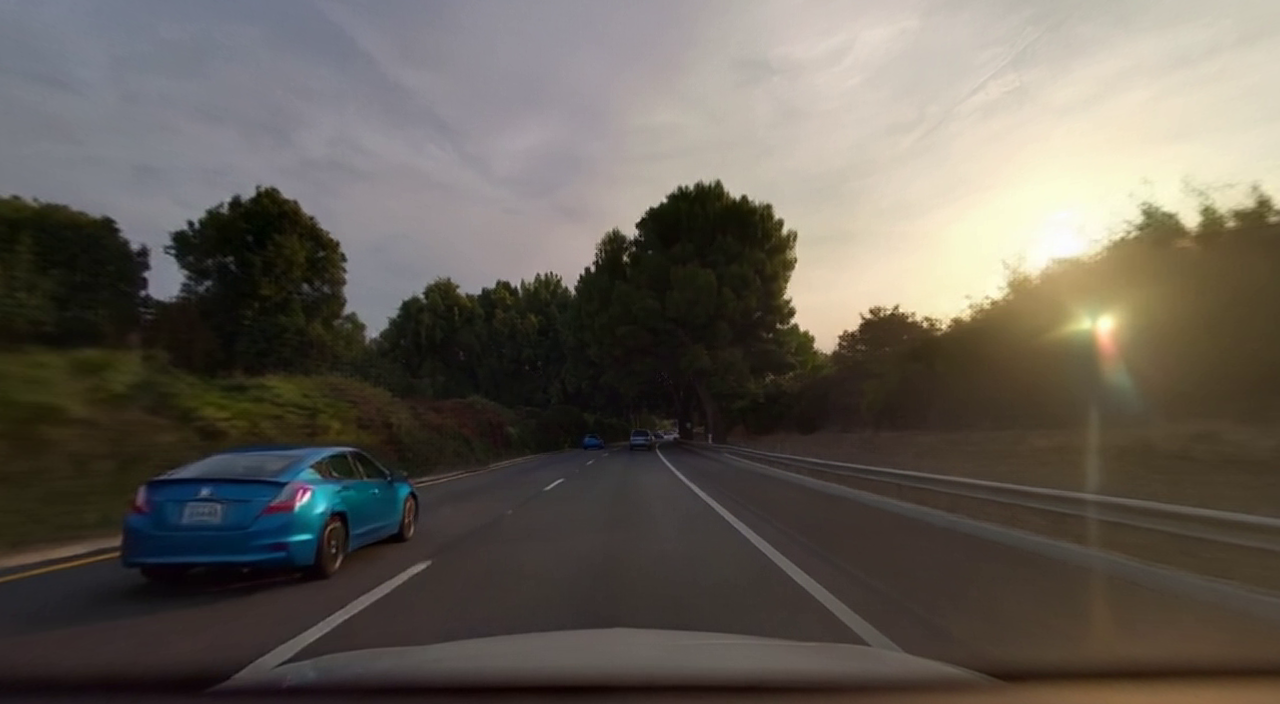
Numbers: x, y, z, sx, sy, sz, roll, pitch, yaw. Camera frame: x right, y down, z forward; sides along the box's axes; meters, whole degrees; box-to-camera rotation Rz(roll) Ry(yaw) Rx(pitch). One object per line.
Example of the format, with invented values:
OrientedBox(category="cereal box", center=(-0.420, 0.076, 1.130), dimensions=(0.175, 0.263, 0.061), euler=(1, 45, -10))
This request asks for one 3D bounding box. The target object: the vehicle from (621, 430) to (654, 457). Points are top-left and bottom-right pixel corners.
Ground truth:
OrientedBox(category="vehicle", center=(-0.189, 5.945, 41.014), dimensions=(2.041, 1.618, 3.898), euler=(0, -8, -1))
